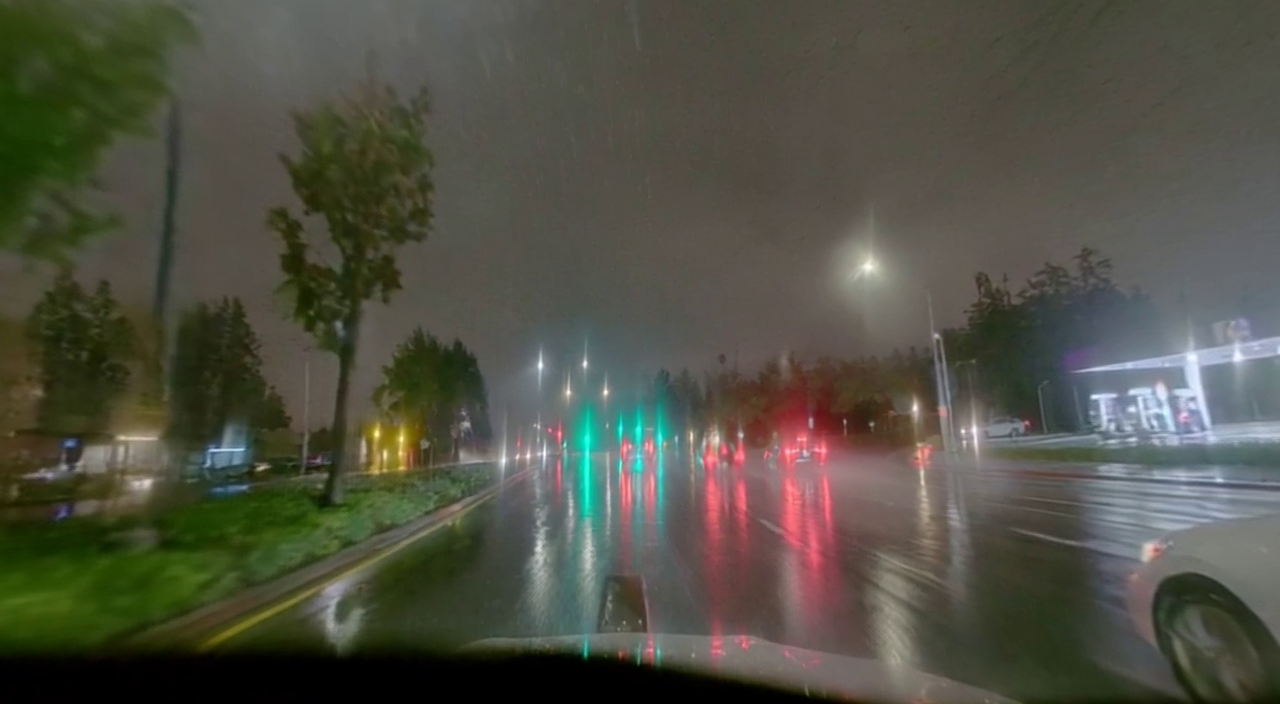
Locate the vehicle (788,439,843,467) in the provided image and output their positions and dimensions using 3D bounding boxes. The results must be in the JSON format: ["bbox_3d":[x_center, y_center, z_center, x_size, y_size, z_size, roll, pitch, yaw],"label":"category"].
[{"bbox_3d":[10.087,5.856,36.412,1.906,1.488,4.251,0,-9,-1],"label":"vehicle"}]

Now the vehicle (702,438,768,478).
[{"bbox_3d":[3.879,4.438,26.458,1.980,1.515,4.362,0,-9,-1],"label":"vehicle"}]

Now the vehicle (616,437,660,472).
[{"bbox_3d":[-0.137,5.417,33.263,2.172,1.694,4.055,0,-9,-1],"label":"vehicle"}]

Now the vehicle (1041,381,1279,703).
[{"bbox_3d":[3.546,0.717,1.447,2.119,1.509,4.756,-1,-9,0],"label":"vehicle"}]

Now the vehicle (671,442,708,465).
[{"bbox_3d":[3.388,7.096,43.941,2.114,1.473,4.495,0,-9,-1],"label":"vehicle"}]
